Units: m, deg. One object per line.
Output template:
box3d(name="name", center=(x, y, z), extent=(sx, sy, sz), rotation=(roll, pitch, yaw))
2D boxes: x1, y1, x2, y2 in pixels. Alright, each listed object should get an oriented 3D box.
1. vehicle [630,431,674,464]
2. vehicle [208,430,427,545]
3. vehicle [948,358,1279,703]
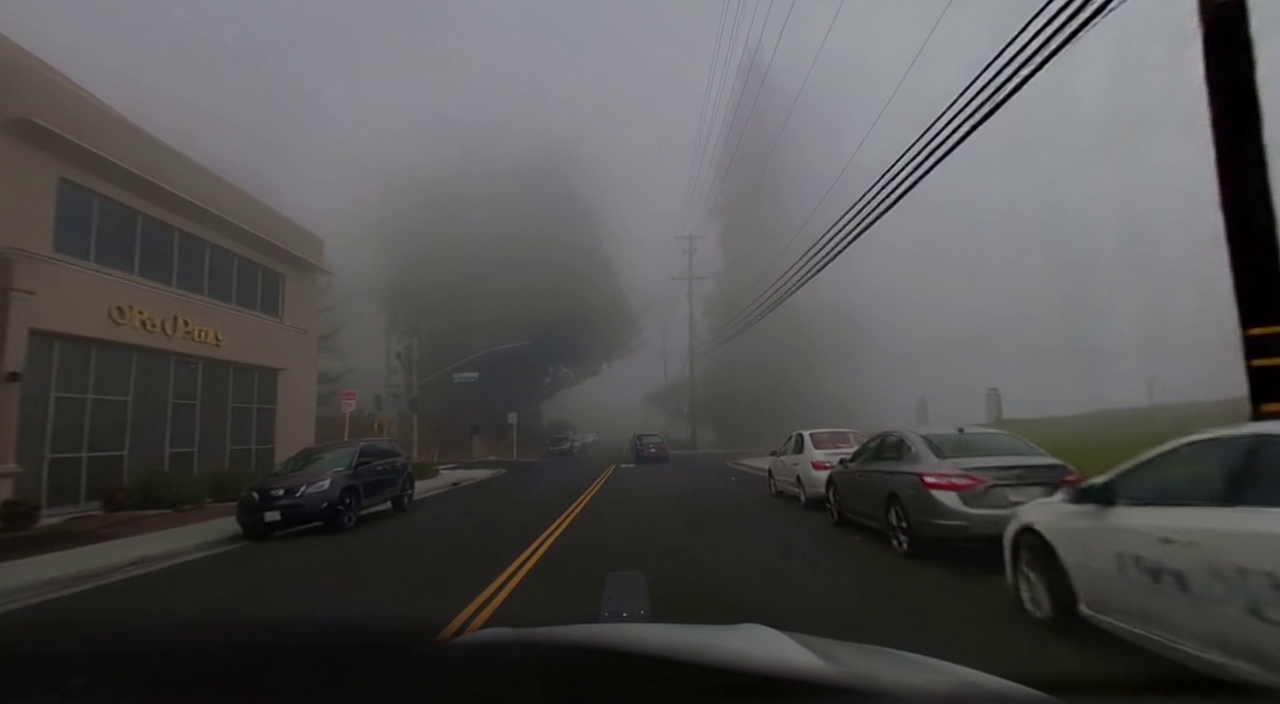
box3d(name="vehicle", center=(0.542, 4.884, 32.296), extent=(2.125, 1.524, 4.404), rotation=(0, -8, -1))
box3d(name="vehicle", center=(-6.191, 2.612, 12.982), extent=(2.126, 1.864, 4.831), rotation=(0, -8, -3))
box3d(name="vehicle", center=(3.578, 0.900, 3.011), extent=(1.948, 1.607, 4.873), rotation=(-1, -8, 3))
